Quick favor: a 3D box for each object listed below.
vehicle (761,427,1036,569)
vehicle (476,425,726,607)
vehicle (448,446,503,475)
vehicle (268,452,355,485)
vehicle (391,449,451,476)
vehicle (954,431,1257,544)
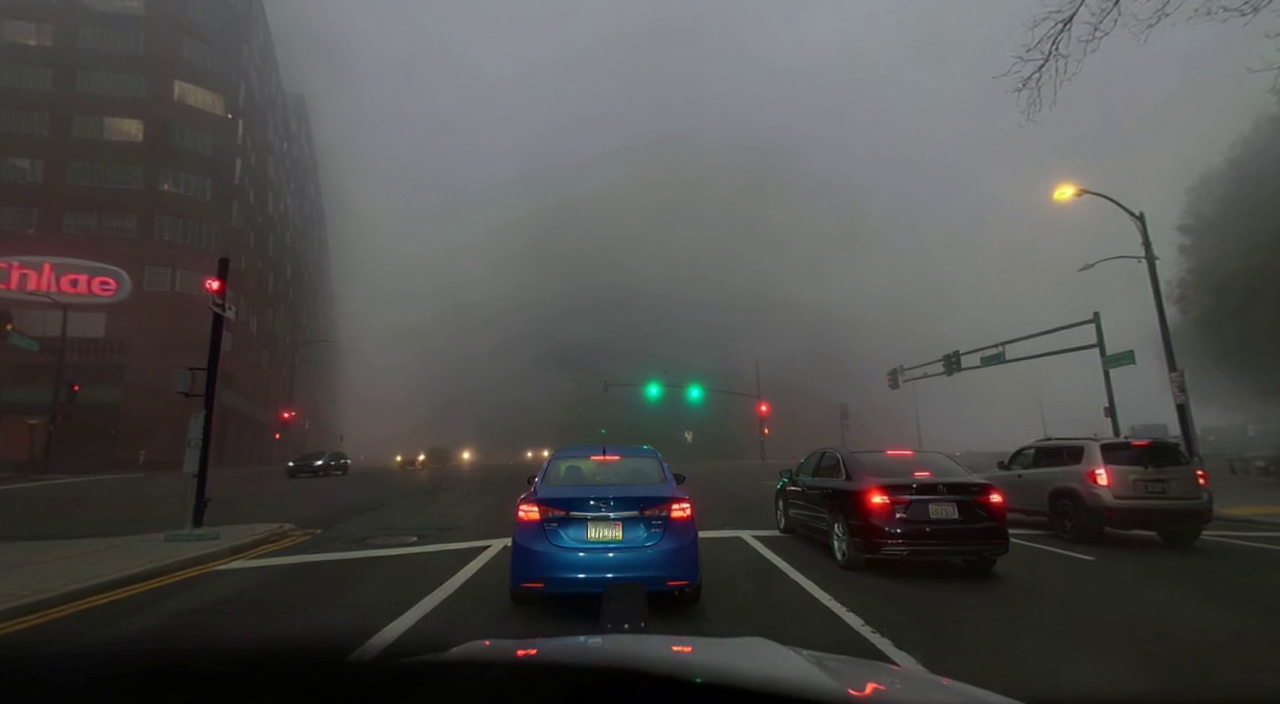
[{"bbox_3d":[3.216,1.887,8.965,2.042,1.508,4.109,0,-8,-2],"label":"vehicle"},{"bbox_3d":[-0.368,1.653,7.284,2.059,1.477,3.988,0,-8,-1],"label":"vehicle"},{"bbox_3d":[-9.192,6.079,35.468,2.045,1.492,3.816,0,-8,0],"label":"vehicle"},{"bbox_3d":[-16.592,5.874,32.167,2.048,1.463,4.530,0,-8,-1],"label":"vehicle"},{"bbox_3d":[-13.009,6.556,37.722,2.049,1.483,4.407,0,-8,0],"label":"vehicle"},{"bbox_3d":[7.445,2.164,10.781,1.908,1.517,4.182,0,-8,-1],"label":"vehicle"}]
